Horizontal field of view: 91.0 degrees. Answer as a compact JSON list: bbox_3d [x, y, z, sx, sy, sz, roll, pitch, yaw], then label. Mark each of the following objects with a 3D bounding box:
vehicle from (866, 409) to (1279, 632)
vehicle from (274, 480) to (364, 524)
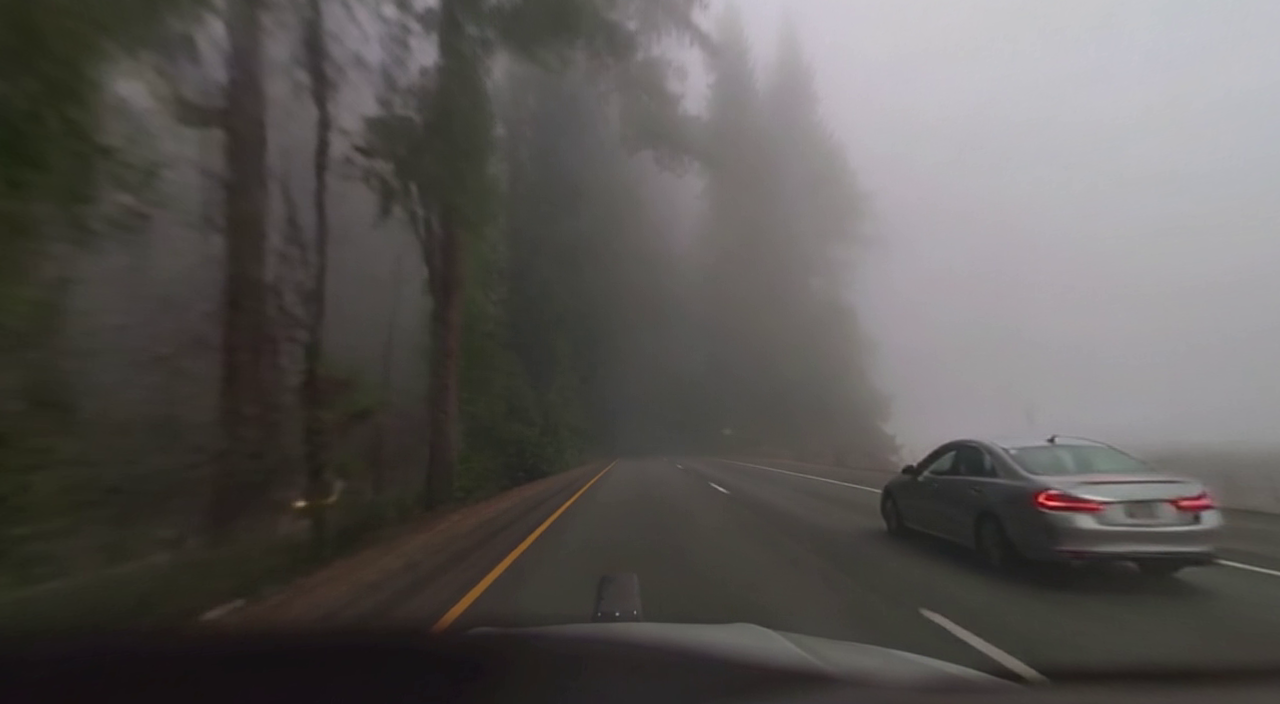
[{"bbox_3d":[4.297,1.500,6.768,1.905,1.525,4.719,0,-8,-1],"label":"vehicle"},{"bbox_3d":[-16.852,7.886,33.436,2.033,1.760,5.399,0,-8,-1],"label":"vehicle"}]
